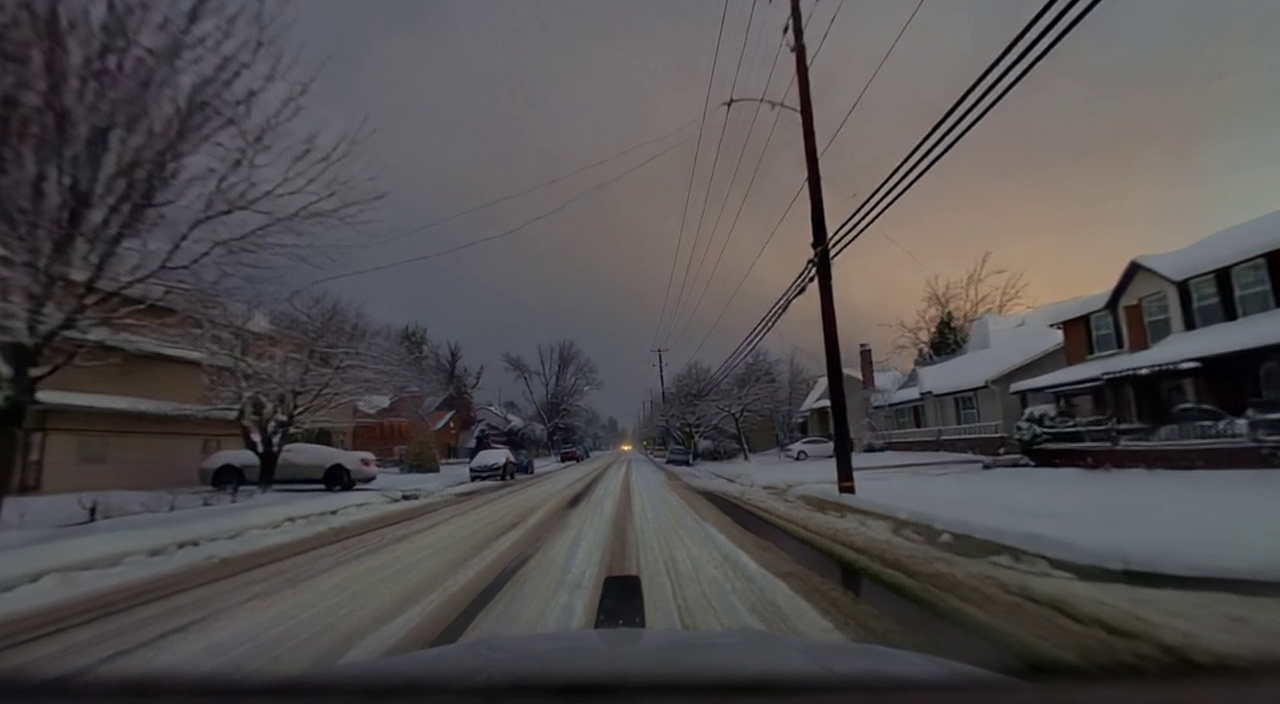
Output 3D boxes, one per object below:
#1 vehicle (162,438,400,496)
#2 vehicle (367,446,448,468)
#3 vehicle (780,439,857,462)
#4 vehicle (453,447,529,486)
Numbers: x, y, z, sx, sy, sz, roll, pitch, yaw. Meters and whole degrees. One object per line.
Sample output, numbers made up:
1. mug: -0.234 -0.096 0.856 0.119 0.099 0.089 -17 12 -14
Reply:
1. vehicle: -12.183 3.951 21.954 6.619 1.759 2.632 -1 -9 -2
2. vehicle: -16.142 7.282 43.991 4.833 1.489 1.987 0 -9 2
3. vehicle: 12.062 6.685 42.807 4.605 1.492 1.898 0 -9 -1
4. vehicle: -6.488 5.036 28.142 2.208 1.491 5.089 0 -8 -1
